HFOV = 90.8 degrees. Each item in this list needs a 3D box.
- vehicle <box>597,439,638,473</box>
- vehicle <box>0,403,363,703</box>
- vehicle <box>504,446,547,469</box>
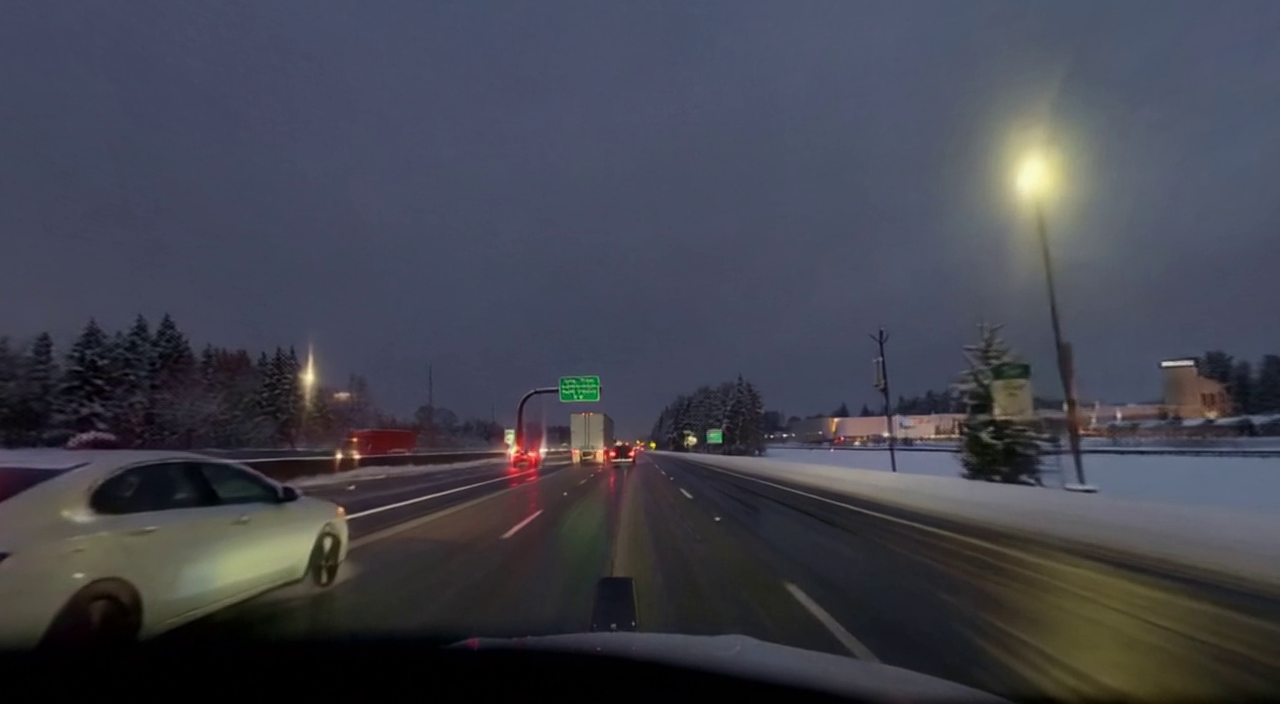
[{"bbox_3d":[-1.120,5.530,33.690,2.033,1.669,4.112,0,-9,0],"label":"vehicle"},{"bbox_3d":[-3.675,1.158,3.826,1.997,1.507,4.391,0,-9,0],"label":"vehicle"},{"bbox_3d":[-7.607,7.042,42.407,2.026,1.477,4.467,0,-9,0],"label":"vehicle"}]
